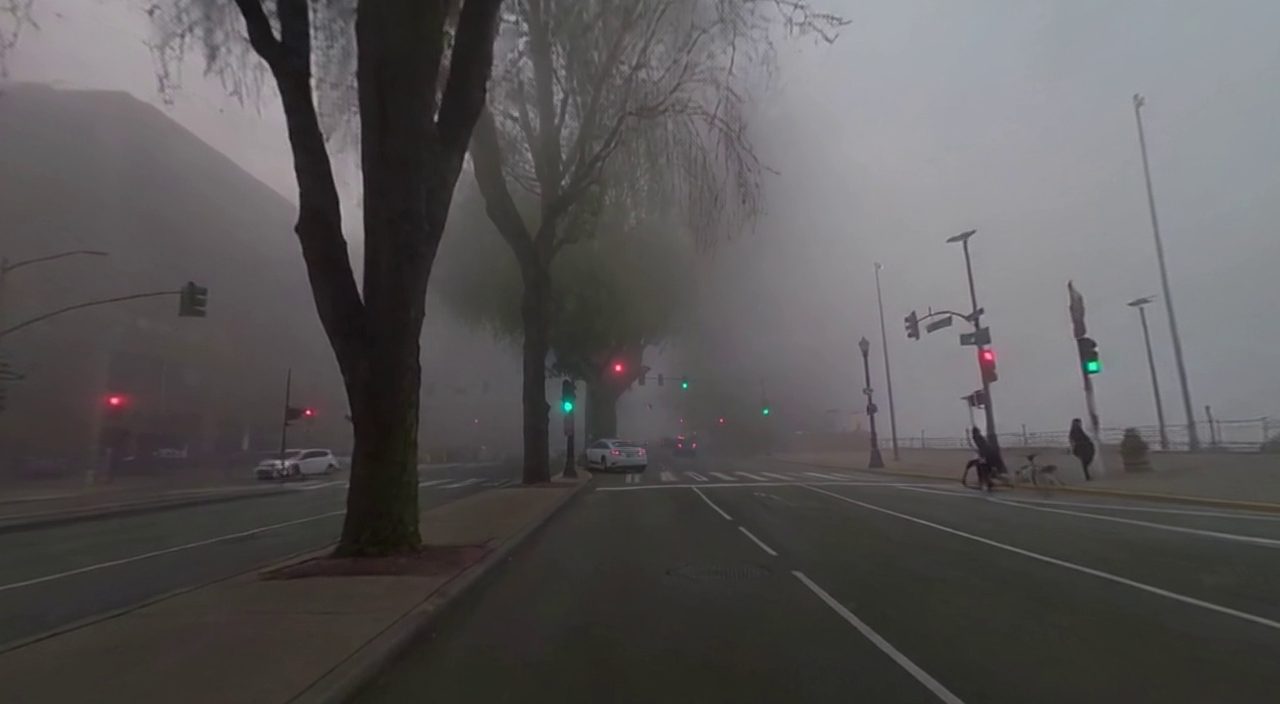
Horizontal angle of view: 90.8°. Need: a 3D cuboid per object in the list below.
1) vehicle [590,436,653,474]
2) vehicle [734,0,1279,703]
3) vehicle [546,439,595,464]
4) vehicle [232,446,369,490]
[{"bbox_3d":[-0.914,4.522,27.965,2.123,1.544,4.158,1,-8,-11],"label":"vehicle"},{"bbox_3d":[3.318,0.064,4.173,3.250,3.731,13.693,0,-8,0],"label":"vehicle"},{"bbox_3d":[-4.440,6.250,39.813,2.036,1.467,3.979,3,-9,-21],"label":"vehicle"},{"bbox_3d":[-13.292,4.526,25.030,1.816,1.490,4.417,-6,-9,29],"label":"vehicle"}]
